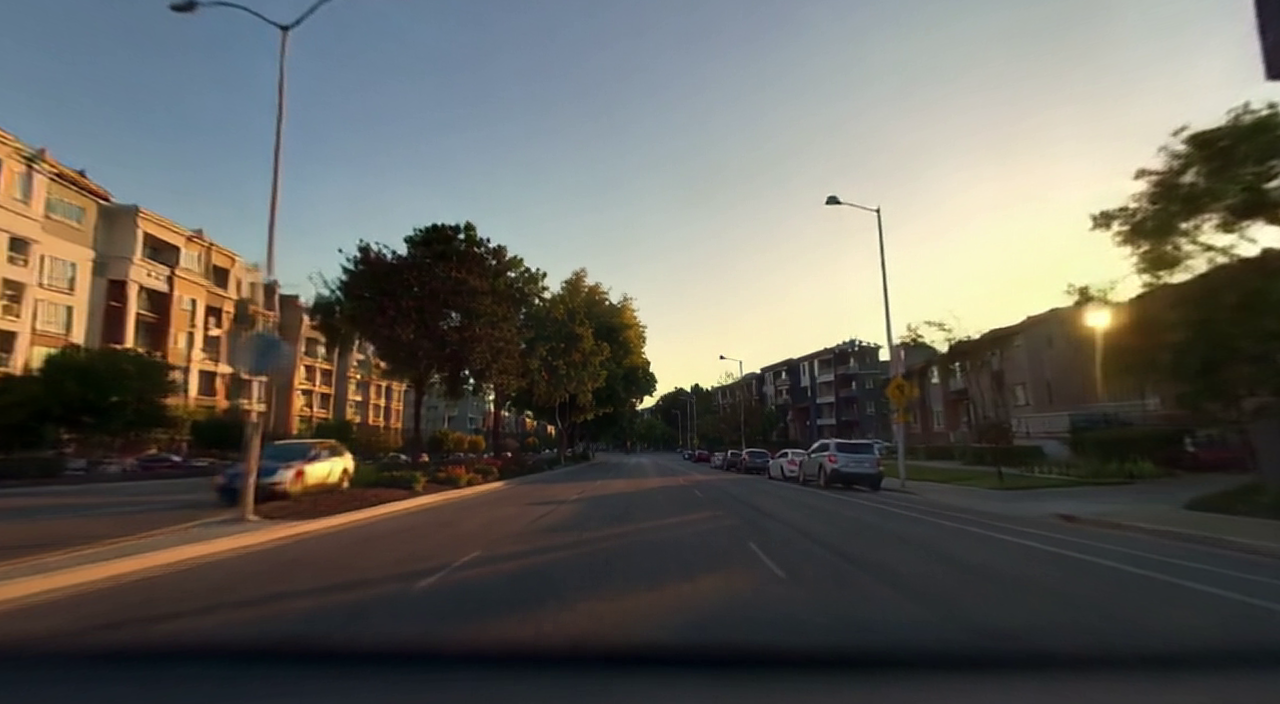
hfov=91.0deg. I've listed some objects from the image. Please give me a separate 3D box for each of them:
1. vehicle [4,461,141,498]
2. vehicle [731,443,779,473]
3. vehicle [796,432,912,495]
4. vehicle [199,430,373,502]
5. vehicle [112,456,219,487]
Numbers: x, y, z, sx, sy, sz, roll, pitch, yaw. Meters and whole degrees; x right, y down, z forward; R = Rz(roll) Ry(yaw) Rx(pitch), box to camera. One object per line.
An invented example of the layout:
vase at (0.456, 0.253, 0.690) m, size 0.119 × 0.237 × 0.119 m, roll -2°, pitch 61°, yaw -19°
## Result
vehicle at (-25.721, 5.772, 28.798) m, size 1.931 × 1.427 × 4.578 m, roll 0°, pitch -9°, yaw 1°
vehicle at (6.884, 6.345, 38.022) m, size 2.078 × 1.699 × 4.292 m, roll 0°, pitch -9°, yaw 0°
vehicle at (7.116, 3.749, 21.588) m, size 2.241 × 1.877 × 4.810 m, roll 0°, pitch -9°, yaw 0°
vehicle at (-11.805, 3.828, 21.727) m, size 2.445 × 2.105 × 5.995 m, roll 0°, pitch -9°, yaw 0°
vehicle at (-25.605, 6.434, 34.189) m, size 1.939 × 1.514 × 4.793 m, roll -1°, pitch -9°, yaw 2°
